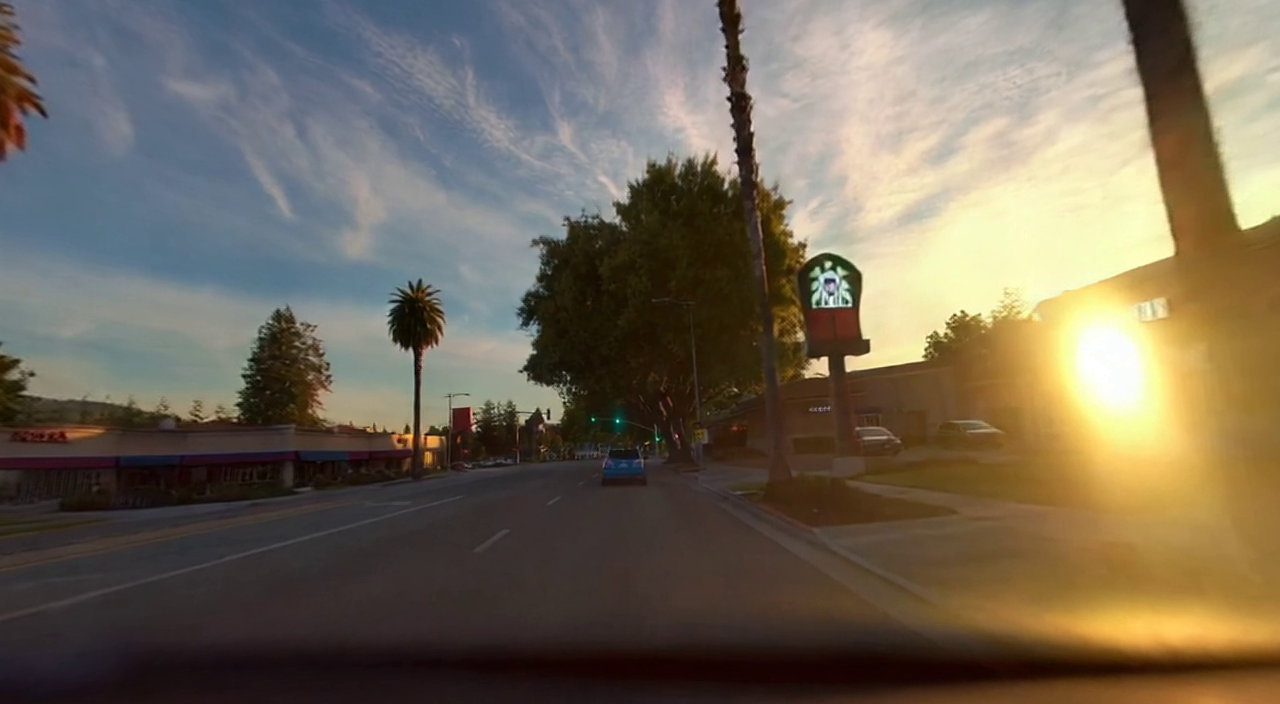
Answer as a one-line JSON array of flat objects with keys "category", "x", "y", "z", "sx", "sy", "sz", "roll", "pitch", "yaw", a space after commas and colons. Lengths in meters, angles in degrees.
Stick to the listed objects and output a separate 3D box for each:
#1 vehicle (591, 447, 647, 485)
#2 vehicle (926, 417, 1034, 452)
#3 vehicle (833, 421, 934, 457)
[{"category": "vehicle", "x": -0.861, "y": 4.762, "z": 26.795, "sx": 2.156, "sy": 1.462, "sz": 4.495, "roll": 0, "pitch": -9, "yaw": -1}, {"category": "vehicle", "x": 17.707, "y": 4.375, "z": 33.153, "sx": 1.856, "sy": 1.665, "sz": 4.574, "roll": 5, "pitch": -10, "yaw": -32}, {"category": "vehicle", "x": 12.475, "y": 4.570, "z": 32.693, "sx": 1.873, "sy": 1.657, "sz": 4.557, "roll": 5, "pitch": -11, "yaw": -31}]
